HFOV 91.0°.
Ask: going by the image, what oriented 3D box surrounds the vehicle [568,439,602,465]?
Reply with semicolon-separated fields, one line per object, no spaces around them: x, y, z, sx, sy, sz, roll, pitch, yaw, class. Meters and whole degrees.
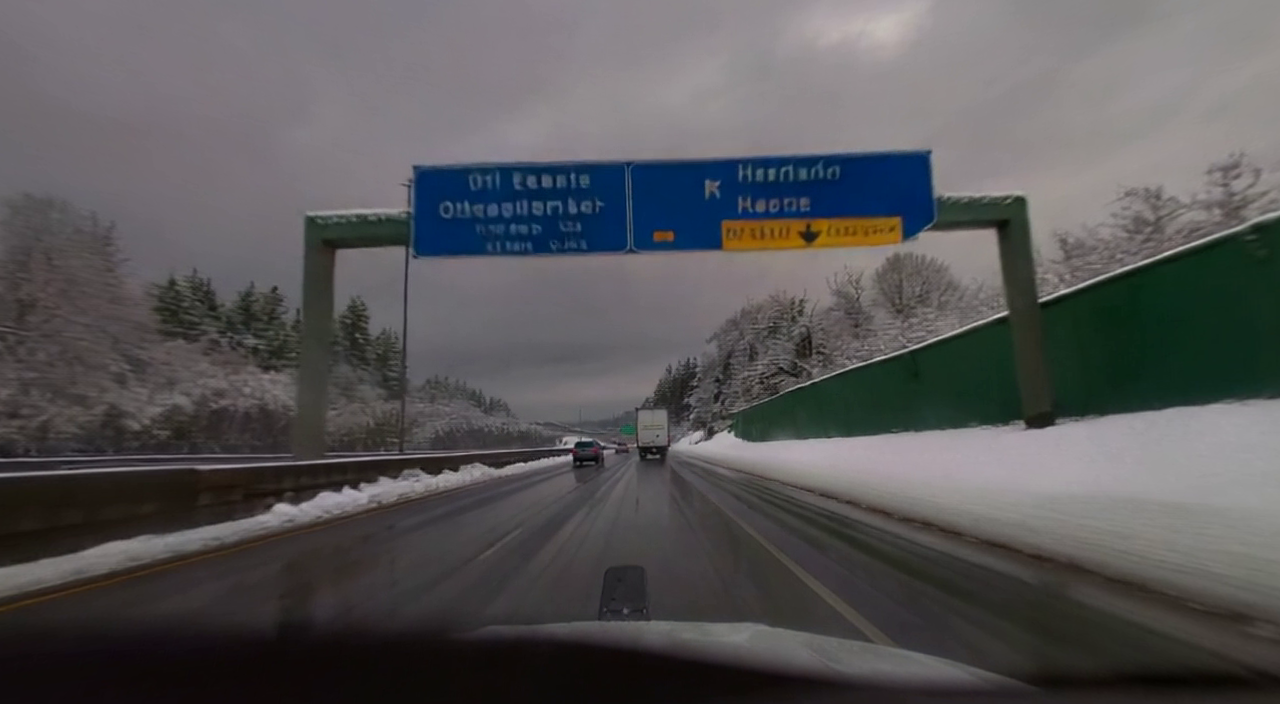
-3.500;6.431;40.673;1.927;1.556;3.921;0;-8;-1;vehicle
